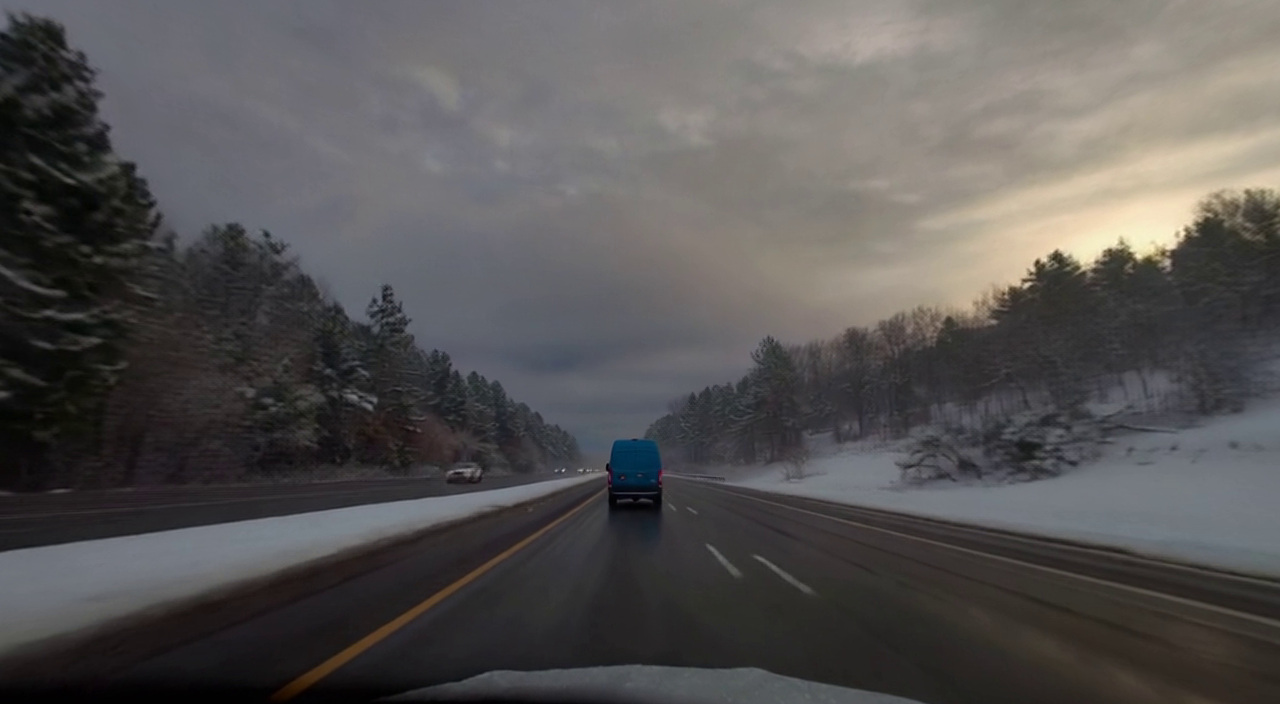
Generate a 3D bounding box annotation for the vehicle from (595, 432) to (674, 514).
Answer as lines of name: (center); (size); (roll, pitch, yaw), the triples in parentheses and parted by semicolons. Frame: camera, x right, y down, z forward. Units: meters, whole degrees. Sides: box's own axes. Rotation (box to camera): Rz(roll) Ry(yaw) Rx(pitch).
vehicle: (-0.285, 4.246, 22.412); (2.375, 2.432, 6.161); (2, -10, -2)
